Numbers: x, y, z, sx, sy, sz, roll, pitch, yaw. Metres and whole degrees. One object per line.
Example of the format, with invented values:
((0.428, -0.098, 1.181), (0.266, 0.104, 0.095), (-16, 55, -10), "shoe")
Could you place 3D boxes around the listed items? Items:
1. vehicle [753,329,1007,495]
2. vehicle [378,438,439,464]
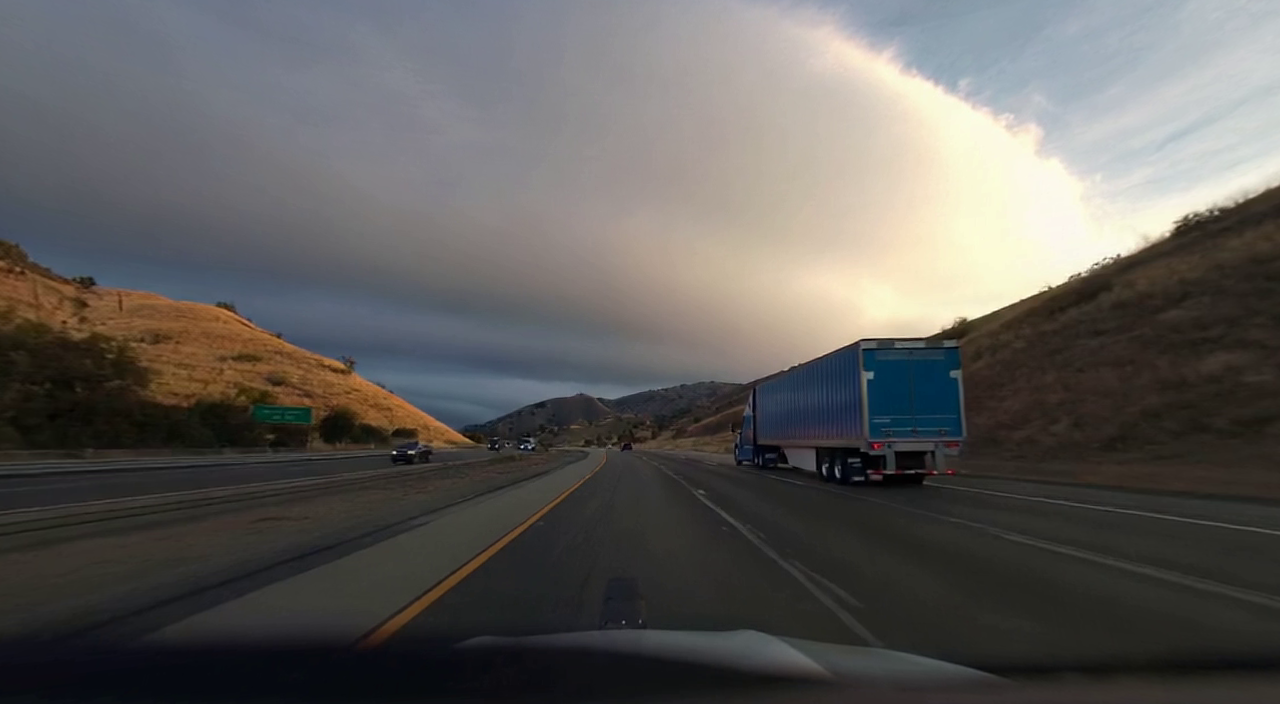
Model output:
((7.482, 2.665, 24.065), (2.923, 4.182, 16.345), (0, -8, -1), "vehicle")
((-14.692, 6.324, 40.374), (2.060, 1.518, 5.101), (0, -8, -1), "vehicle")
